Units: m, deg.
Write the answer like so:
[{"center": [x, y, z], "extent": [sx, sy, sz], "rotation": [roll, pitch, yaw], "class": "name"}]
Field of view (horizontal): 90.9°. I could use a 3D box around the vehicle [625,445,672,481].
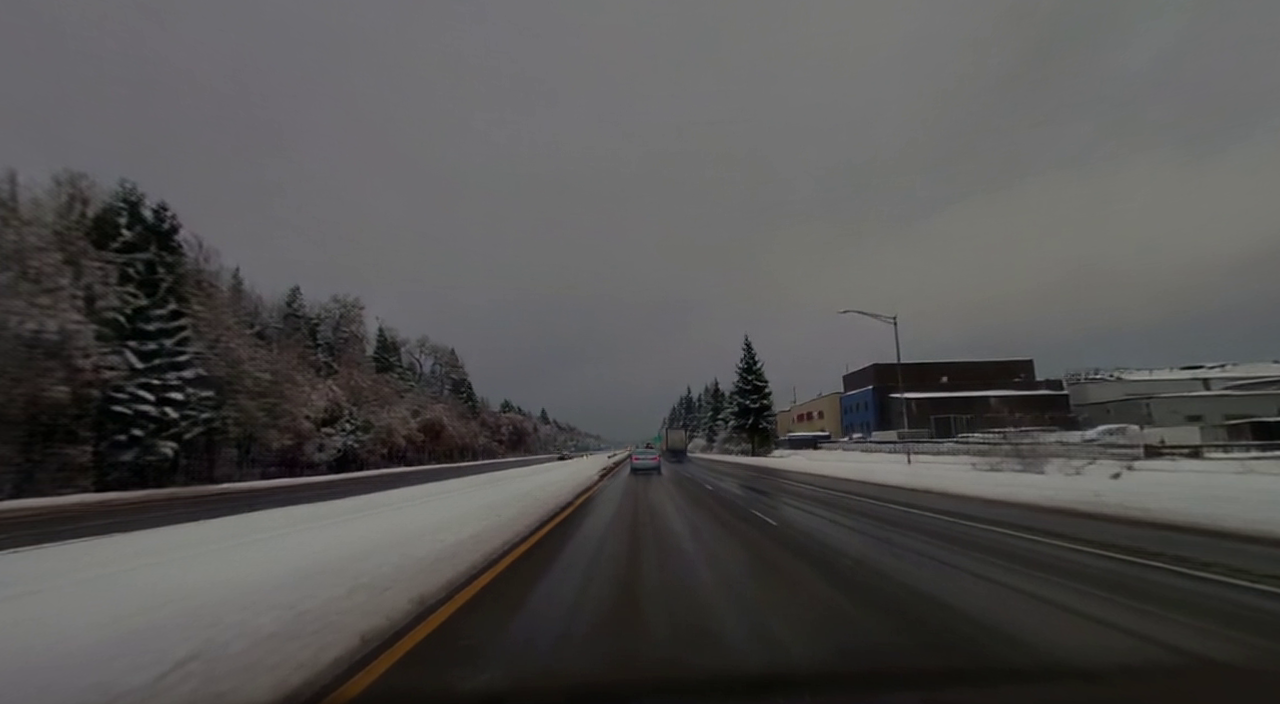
[{"center": [0.379, 5.215, 29.851], "extent": [2.045, 1.527, 4.023], "rotation": [0, -9, 0], "class": "vehicle"}]
